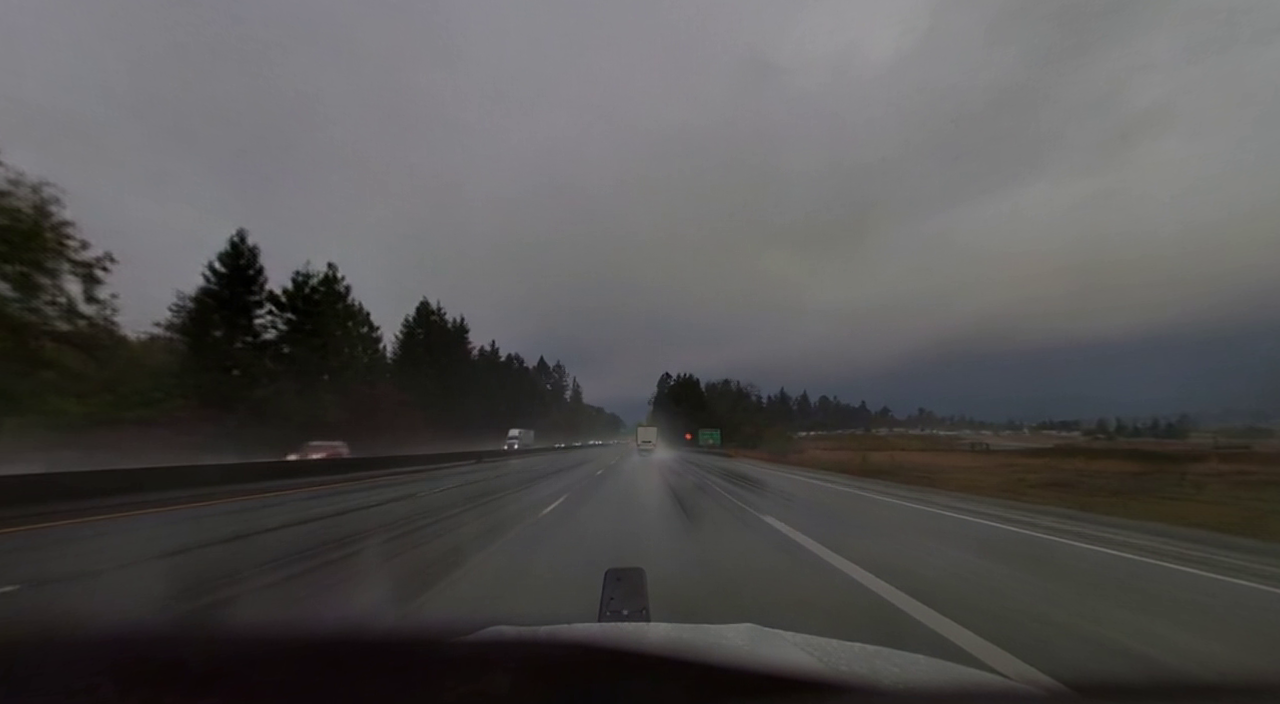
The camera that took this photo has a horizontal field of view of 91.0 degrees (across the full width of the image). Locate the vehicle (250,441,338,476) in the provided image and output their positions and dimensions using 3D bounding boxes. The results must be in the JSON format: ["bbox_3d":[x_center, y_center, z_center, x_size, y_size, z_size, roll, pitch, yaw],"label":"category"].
[{"bbox_3d":[-18.093,5.559,33.178,1.933,1.671,4.623,0,-8,1],"label":"vehicle"}]
